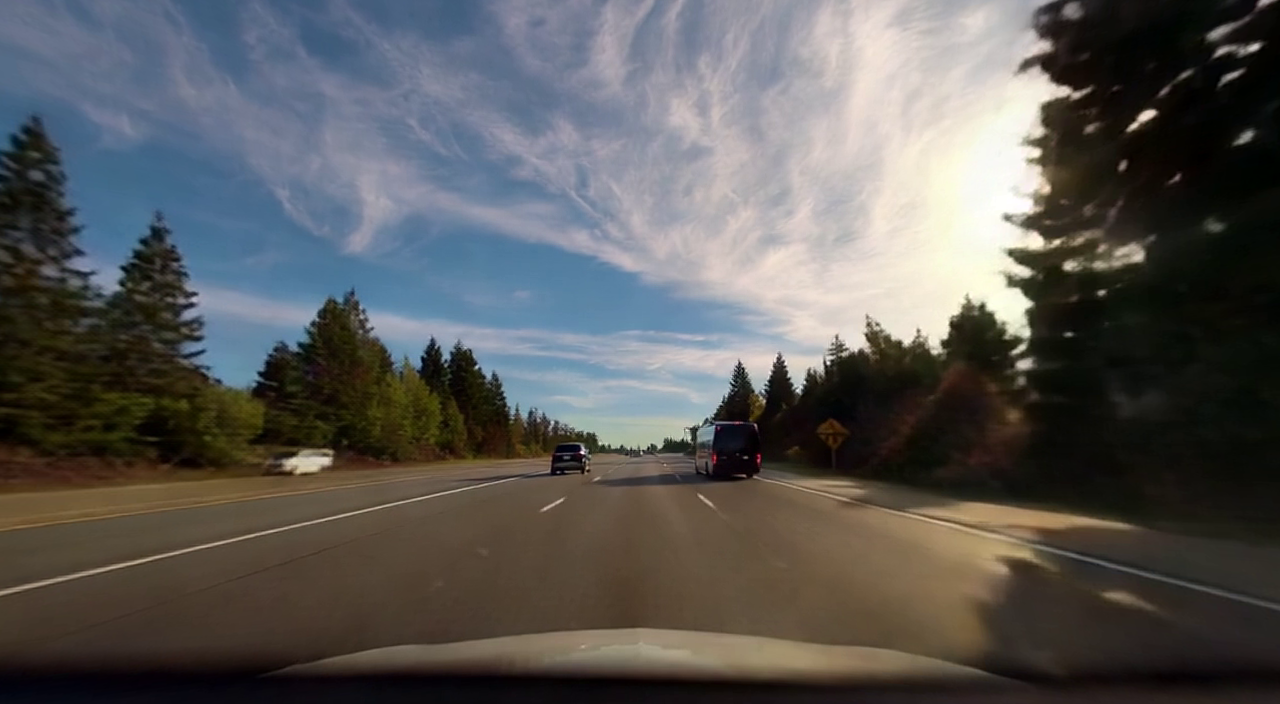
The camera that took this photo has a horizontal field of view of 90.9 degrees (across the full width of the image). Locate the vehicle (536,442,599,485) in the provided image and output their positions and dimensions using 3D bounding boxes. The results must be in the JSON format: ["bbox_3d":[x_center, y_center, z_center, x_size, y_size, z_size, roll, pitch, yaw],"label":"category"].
[{"bbox_3d":[-2.938,4.664,26.677,2.020,1.619,4.690,0,-9,1],"label":"vehicle"}]

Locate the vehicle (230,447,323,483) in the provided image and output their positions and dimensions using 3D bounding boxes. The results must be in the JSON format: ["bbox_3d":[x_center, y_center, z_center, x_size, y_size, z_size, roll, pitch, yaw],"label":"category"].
[{"bbox_3d":[-20.808,6.469,36.390,2.260,1.868,5.177,0,-9,0],"label":"vehicle"}]

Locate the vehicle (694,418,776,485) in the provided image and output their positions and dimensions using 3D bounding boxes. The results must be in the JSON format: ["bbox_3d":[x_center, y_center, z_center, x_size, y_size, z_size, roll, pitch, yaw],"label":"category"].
[{"bbox_3d":[4.040,4.464,28.330,2.614,2.655,6.429,0,-9,-1],"label":"vehicle"}]
